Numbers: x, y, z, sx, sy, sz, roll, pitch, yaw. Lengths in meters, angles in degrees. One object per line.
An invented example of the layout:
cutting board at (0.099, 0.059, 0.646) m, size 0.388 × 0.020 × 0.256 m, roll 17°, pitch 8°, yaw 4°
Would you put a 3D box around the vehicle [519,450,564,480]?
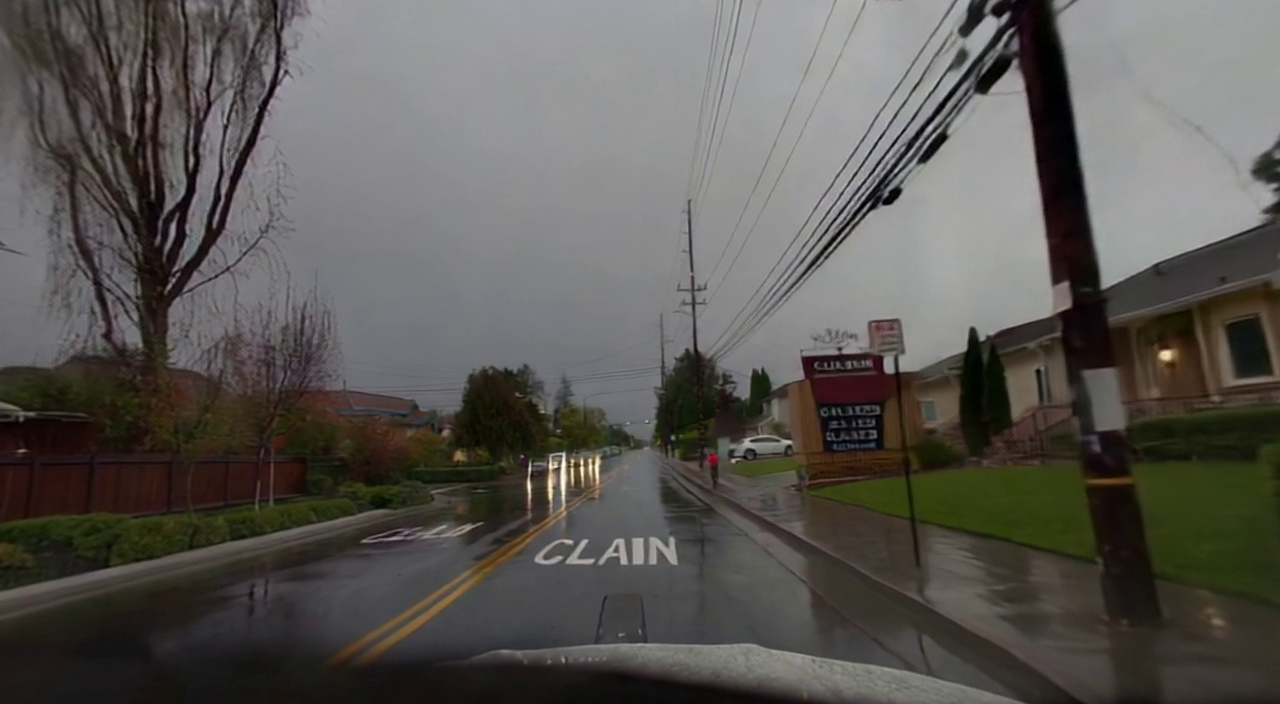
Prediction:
vehicle at (-6.439, 7.429, 41.886) m, size 2.203 × 1.787 × 4.704 m, roll 0°, pitch -8°, yaw 1°
